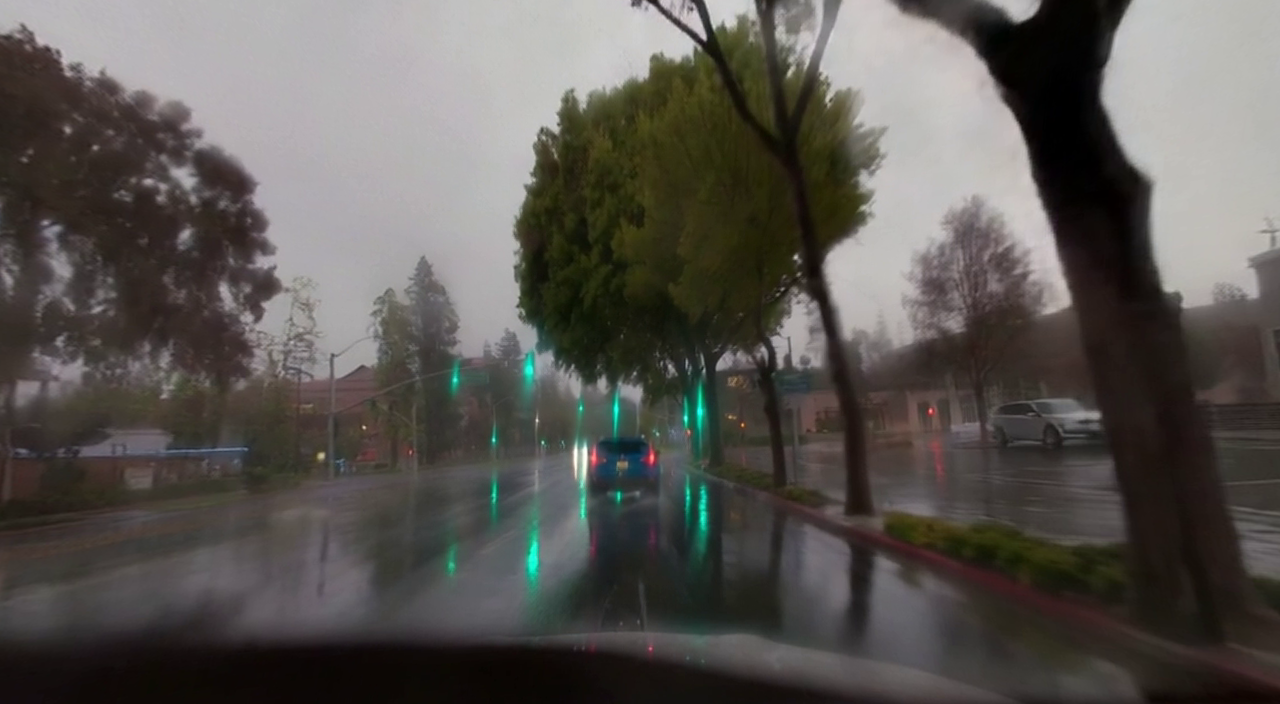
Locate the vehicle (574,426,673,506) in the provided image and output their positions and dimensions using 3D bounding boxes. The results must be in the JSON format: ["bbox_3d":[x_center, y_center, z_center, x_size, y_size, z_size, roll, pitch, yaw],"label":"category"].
[{"bbox_3d":[-0.389,2.757,15.747,2.136,1.703,3.910,0,-8,-1],"label":"vehicle"}]

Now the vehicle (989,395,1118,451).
[{"bbox_3d":[16.378,2.921,25.439,2.039,1.990,5.111,-1,-8,5],"label":"vehicle"}]

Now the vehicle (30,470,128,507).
[{"bbox_3d":[-28.553,6.922,32.319,1.771,1.435,4.144,-7,-9,-9],"label":"vehicle"}]
